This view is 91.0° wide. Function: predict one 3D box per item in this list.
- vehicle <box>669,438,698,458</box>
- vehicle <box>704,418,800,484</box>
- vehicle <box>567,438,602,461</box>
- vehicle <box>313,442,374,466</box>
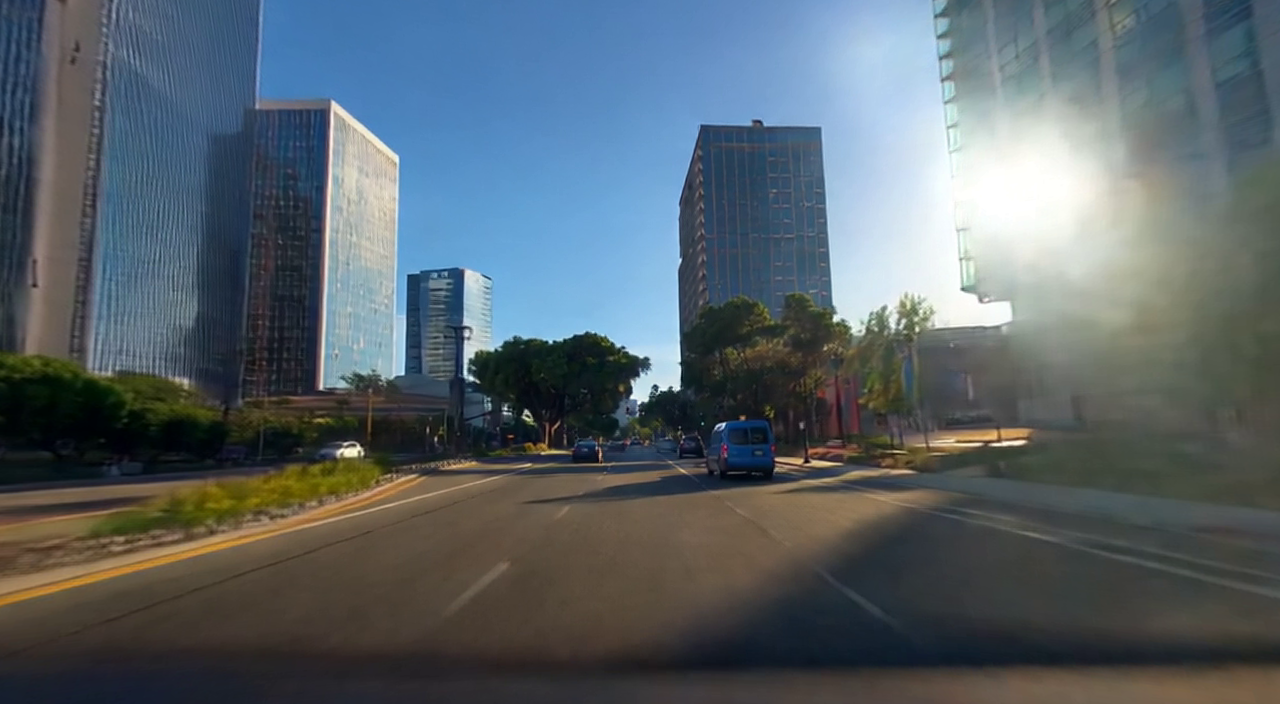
[{"bbox_3d":[3.398,7.554,49.497,1.867,1.493,4.190,0,-8,-1],"label":"vehicle"},{"bbox_3d":[3.531,3.262,20.961,2.200,1.914,5.145,0,-8,-1],"label":"vehicle"},{"bbox_3d":[-3.598,6.445,41.639,1.864,1.464,4.195,0,-8,1],"label":"vehicle"},{"bbox_3d":[-19.906,6.842,42.444,1.836,1.512,4.493,0,-8,1],"label":"vehicle"}]
